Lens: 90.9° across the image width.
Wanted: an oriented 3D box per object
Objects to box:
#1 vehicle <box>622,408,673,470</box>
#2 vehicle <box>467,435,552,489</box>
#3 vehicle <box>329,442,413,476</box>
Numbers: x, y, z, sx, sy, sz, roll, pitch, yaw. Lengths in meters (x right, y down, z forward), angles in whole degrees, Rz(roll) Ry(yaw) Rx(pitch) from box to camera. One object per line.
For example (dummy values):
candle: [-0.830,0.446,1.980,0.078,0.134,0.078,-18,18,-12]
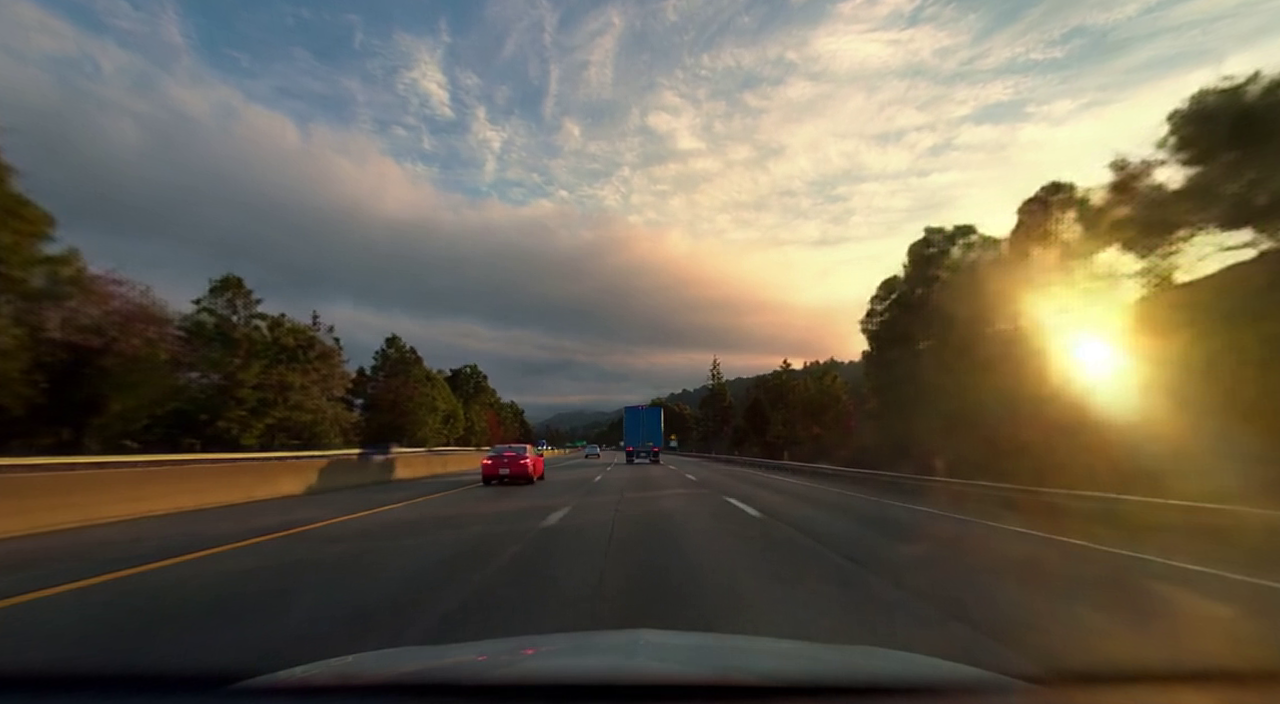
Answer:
vehicle: [0.319,5.872,42.040,2.893,3.628,9.081,0,-9,-3]
vehicle: [-4.187,3.622,20.919,1.977,1.602,3.944,0,-9,0]
vehicle: [-12.796,5.119,30.322,1.933,1.495,4.717,0,-9,0]
